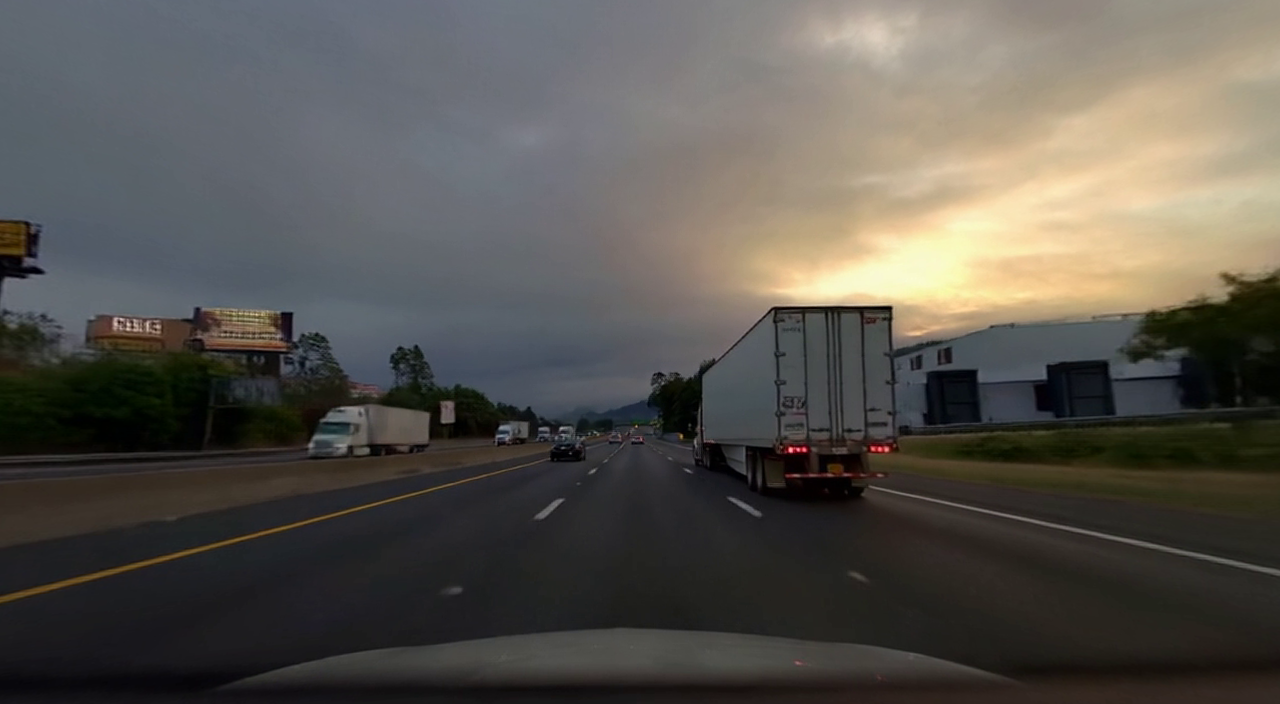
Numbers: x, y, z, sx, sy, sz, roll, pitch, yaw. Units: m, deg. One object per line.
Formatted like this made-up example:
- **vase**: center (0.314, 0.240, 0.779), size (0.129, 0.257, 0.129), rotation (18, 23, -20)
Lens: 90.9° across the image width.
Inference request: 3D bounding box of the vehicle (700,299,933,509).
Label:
- **vehicle**: center (3.705, 1.651, 17.081), size (2.871, 3.815, 11.331), rotation (0, -8, -1)

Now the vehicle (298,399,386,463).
- **vehicle**: center (-20.226, 5.440, 43.203), size (2.922, 4.023, 6.171), rotation (0, -8, 0)

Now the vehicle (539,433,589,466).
- **vehicle**: center (-3.563, 4.626, 30.153), size (1.930, 1.484, 3.849), rotation (0, -8, -1)
